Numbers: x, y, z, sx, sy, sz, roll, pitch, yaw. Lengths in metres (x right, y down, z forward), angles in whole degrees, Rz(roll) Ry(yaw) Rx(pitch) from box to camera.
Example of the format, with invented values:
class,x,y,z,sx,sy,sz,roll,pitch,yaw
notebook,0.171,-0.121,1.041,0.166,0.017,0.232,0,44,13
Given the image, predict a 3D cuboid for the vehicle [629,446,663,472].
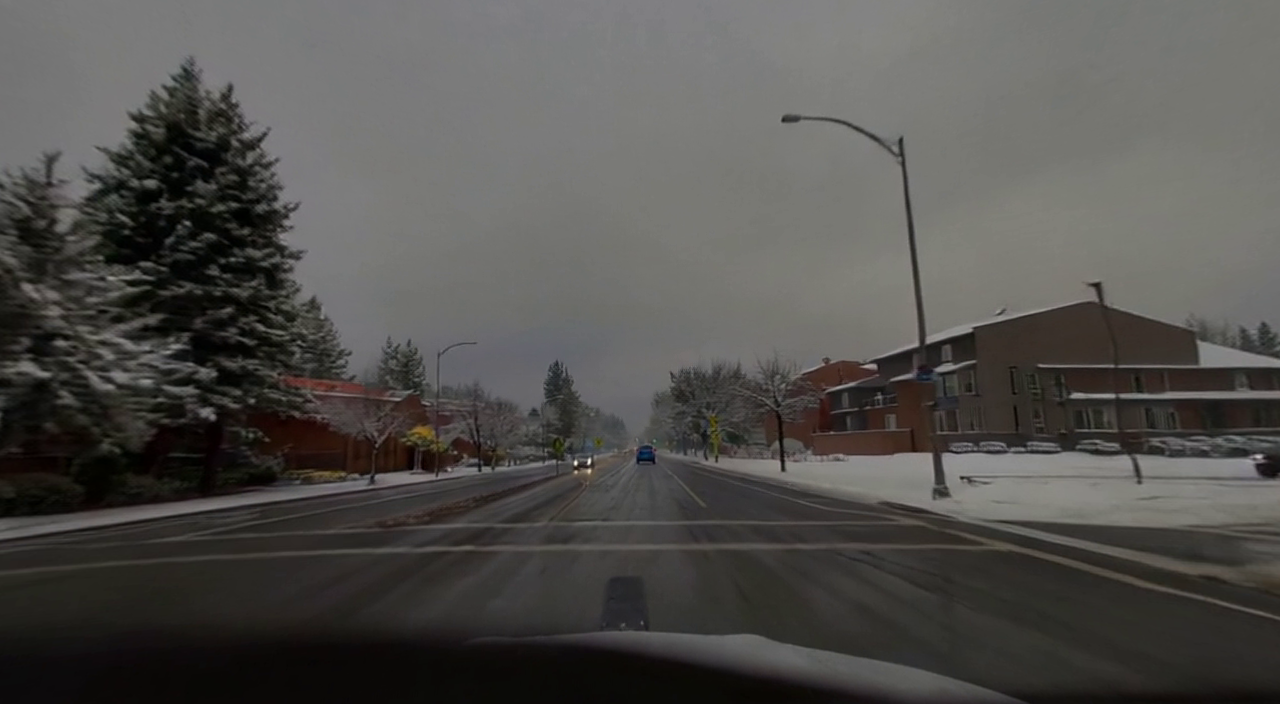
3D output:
class,x,y,z,sx,sy,sz,roll,pitch,yaw
vehicle,0.398,7.263,42.839,2.200,1.653,4.127,-1,-9,1
